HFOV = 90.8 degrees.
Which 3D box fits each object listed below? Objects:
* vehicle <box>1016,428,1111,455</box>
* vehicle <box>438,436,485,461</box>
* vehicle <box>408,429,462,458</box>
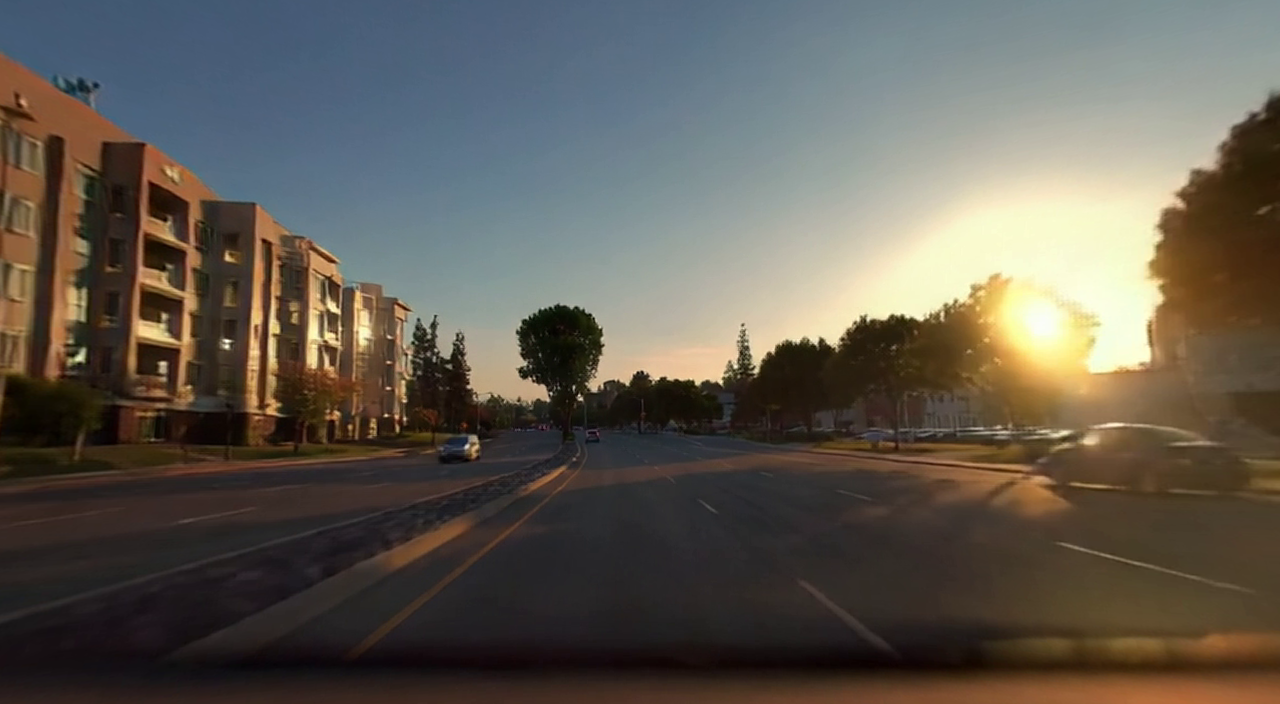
[{"bbox_3d":[26.180,5.563,39.178,4.442,1.557,1.924,0,-8,0],"label":"vehicle"},{"bbox_3d":[-11.400,6.172,40.581,1.963,1.518,4.278,0,-8,-2],"label":"vehicle"},{"bbox_3d":[-15.278,6.894,47.506,2.289,1.954,5.918,0,-8,-2],"label":"vehicle"}]
